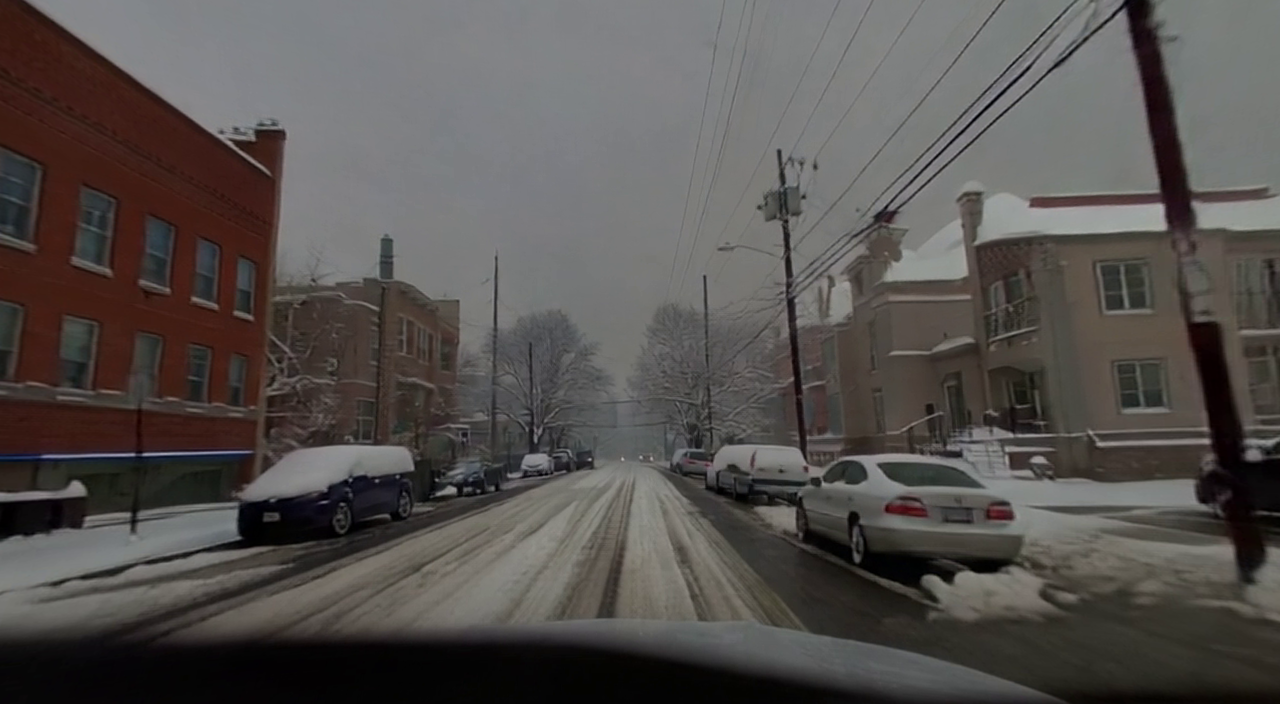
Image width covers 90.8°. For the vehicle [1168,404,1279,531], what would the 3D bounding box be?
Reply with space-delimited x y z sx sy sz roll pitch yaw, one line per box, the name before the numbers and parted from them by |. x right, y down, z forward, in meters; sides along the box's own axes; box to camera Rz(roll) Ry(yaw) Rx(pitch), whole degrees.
vehicle | 9.759 1.499 8.345 1.968 1.713 4.379 -3 -11 6

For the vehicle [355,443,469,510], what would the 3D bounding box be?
vehicle | -6.771 3.754 19.340 1.925 1.759 4.396 0 -10 -1

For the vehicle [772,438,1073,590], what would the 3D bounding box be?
vehicle | 3.261 1.981 8.518 1.885 1.464 4.466 0 -10 -1

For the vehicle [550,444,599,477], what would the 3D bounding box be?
vehicle | -3.857 6.563 38.118 2.236 1.834 4.743 -1 -10 3

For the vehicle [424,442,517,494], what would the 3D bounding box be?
vehicle | -6.804 4.779 26.177 2.263 1.882 5.706 0 -10 0

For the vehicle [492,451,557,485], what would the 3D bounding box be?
vehicle | -5.819 5.750 31.388 1.994 1.510 4.802 4 -11 -24

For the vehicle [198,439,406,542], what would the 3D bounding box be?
vehicle | -6.847 2.852 13.595 1.930 1.756 4.955 0 -10 -3

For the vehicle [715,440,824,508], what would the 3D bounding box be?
vehicle | 3.280 3.225 16.921 1.895 1.553 4.235 0 -10 -1

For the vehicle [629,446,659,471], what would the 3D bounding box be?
vehicle | 0.237 7.889 46.637 2.059 1.736 3.994 0 -10 -1
